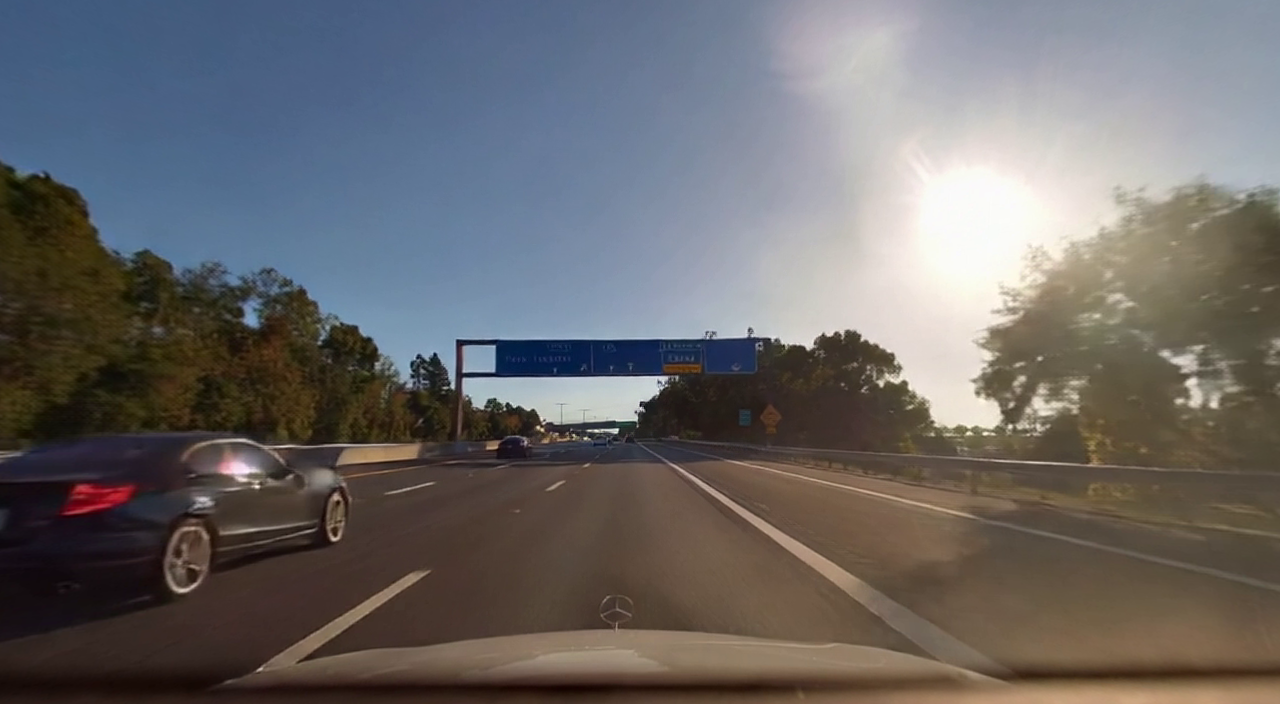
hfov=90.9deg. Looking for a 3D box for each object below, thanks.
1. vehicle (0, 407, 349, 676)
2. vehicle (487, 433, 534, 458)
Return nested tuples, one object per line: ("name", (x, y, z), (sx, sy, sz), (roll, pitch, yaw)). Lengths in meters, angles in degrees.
("vehicle", (-4.342, 1.308, 5.430), (1.912, 1.495, 3.703), (0, -8, -1))
("vehicle", (-8.692, 6.333, 42.829), (2.092, 1.574, 5.251), (0, -8, 0))
